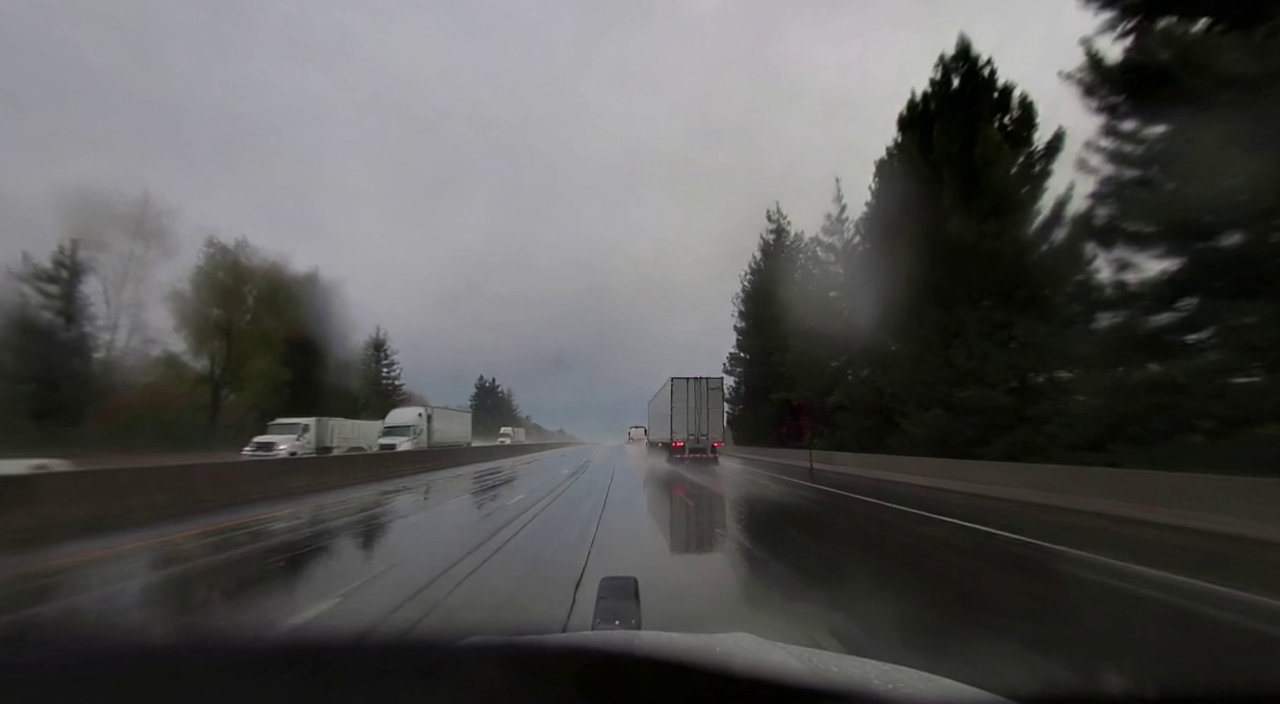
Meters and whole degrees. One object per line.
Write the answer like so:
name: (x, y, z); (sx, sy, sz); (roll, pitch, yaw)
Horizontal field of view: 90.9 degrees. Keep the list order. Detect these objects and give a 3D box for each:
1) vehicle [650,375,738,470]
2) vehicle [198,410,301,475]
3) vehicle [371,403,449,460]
vehicle: (2.435, 3.961, 34.104); (2.905, 4.080, 14.157); (0, -8, -2)
vehicle: (-21.036, 4.898, 34.263); (2.856, 3.327, 4.179); (0, -8, -2)
vehicle: (-16.753, 5.904, 46.625); (3.034, 3.819, 7.828); (0, -8, -2)
